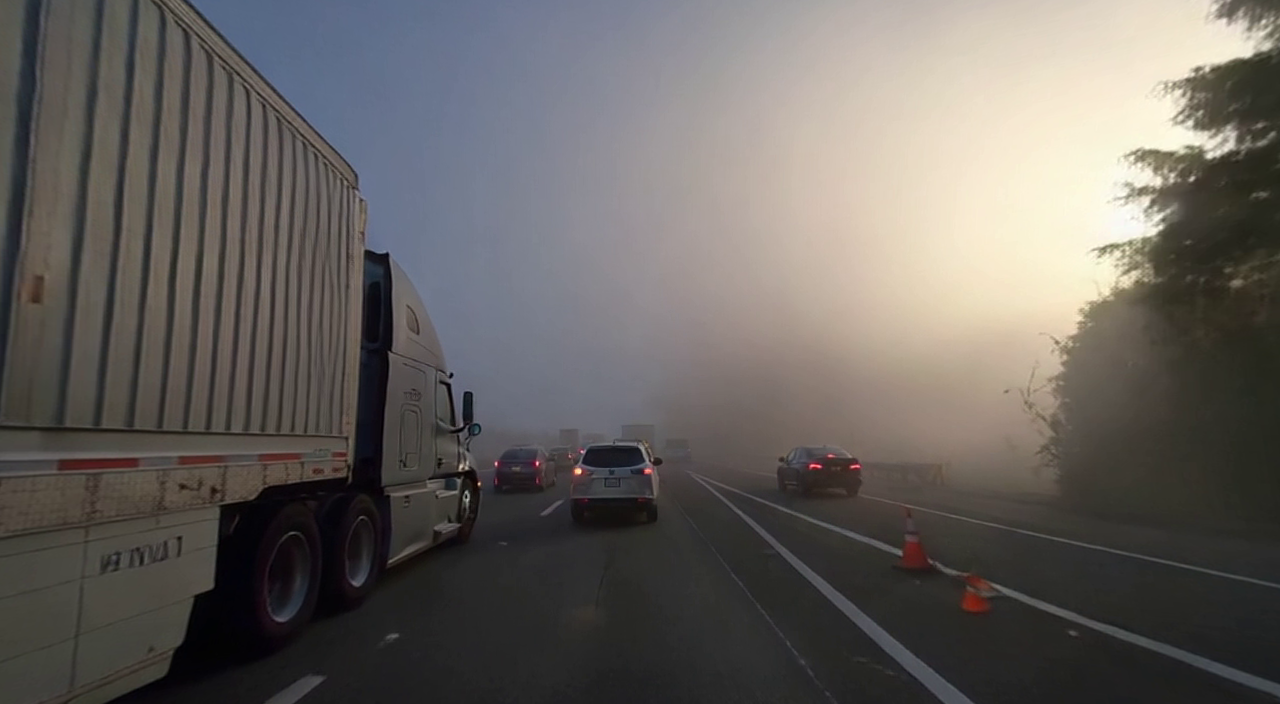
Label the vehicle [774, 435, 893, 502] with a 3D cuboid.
[{"bbox_3d":[5.101,3.109,17.227,1.937,1.601,3.798,0,-9,-2],"label":"vehicle"}]

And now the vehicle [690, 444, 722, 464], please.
[{"bbox_3d":[5.156,8.058,49.790,1.918,1.479,4.571,0,-9,-1],"label":"vehicle"}]

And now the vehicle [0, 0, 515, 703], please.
[{"bbox_3d":[-3.696,-0.169,3.456,2.857,4.063,16.026,0,-8,0],"label":"vehicle"}]

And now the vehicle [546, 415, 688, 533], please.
[{"bbox_3d":[-0.342,2.156,11.615,2.152,1.779,3.924,0,-9,0],"label":"vehicle"}]
